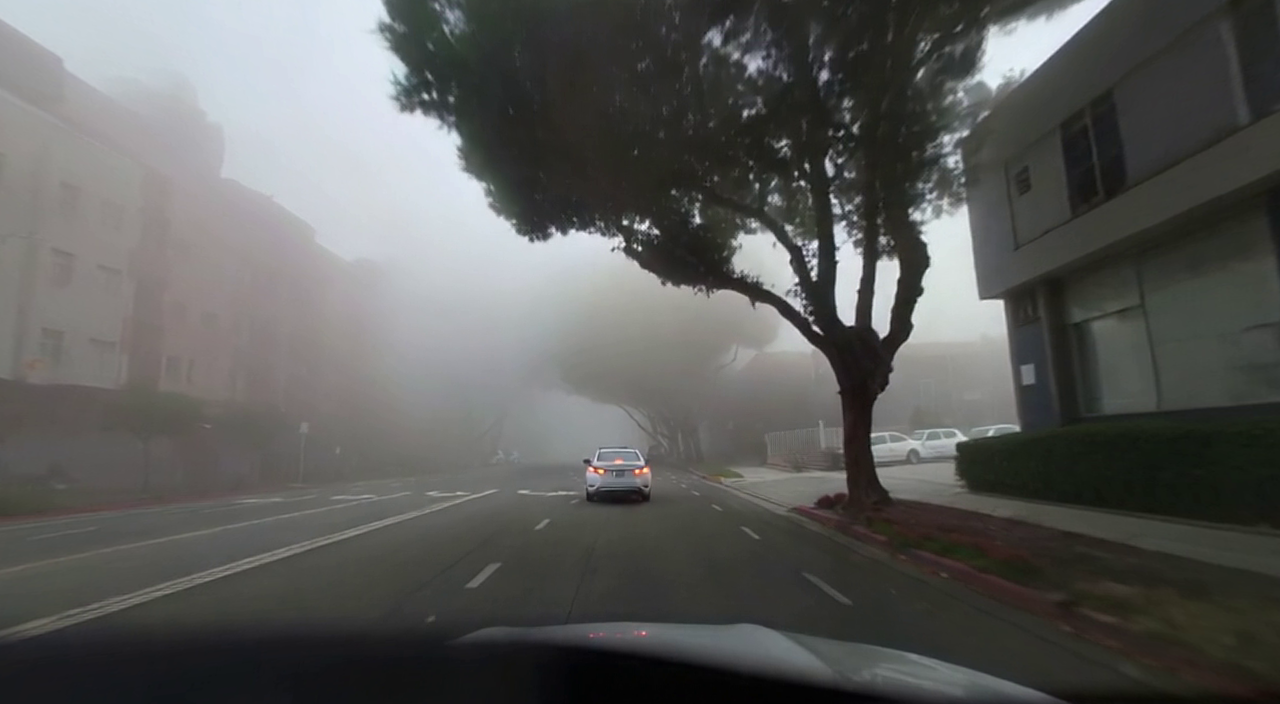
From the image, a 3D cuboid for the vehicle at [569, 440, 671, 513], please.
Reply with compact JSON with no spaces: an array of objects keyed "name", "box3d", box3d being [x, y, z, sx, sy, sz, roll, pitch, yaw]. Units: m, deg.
[{"name":"vehicle","box3d":[-0.506,2.924,15.333,2.116,1.479,4.358,0,-9,-2]}]
